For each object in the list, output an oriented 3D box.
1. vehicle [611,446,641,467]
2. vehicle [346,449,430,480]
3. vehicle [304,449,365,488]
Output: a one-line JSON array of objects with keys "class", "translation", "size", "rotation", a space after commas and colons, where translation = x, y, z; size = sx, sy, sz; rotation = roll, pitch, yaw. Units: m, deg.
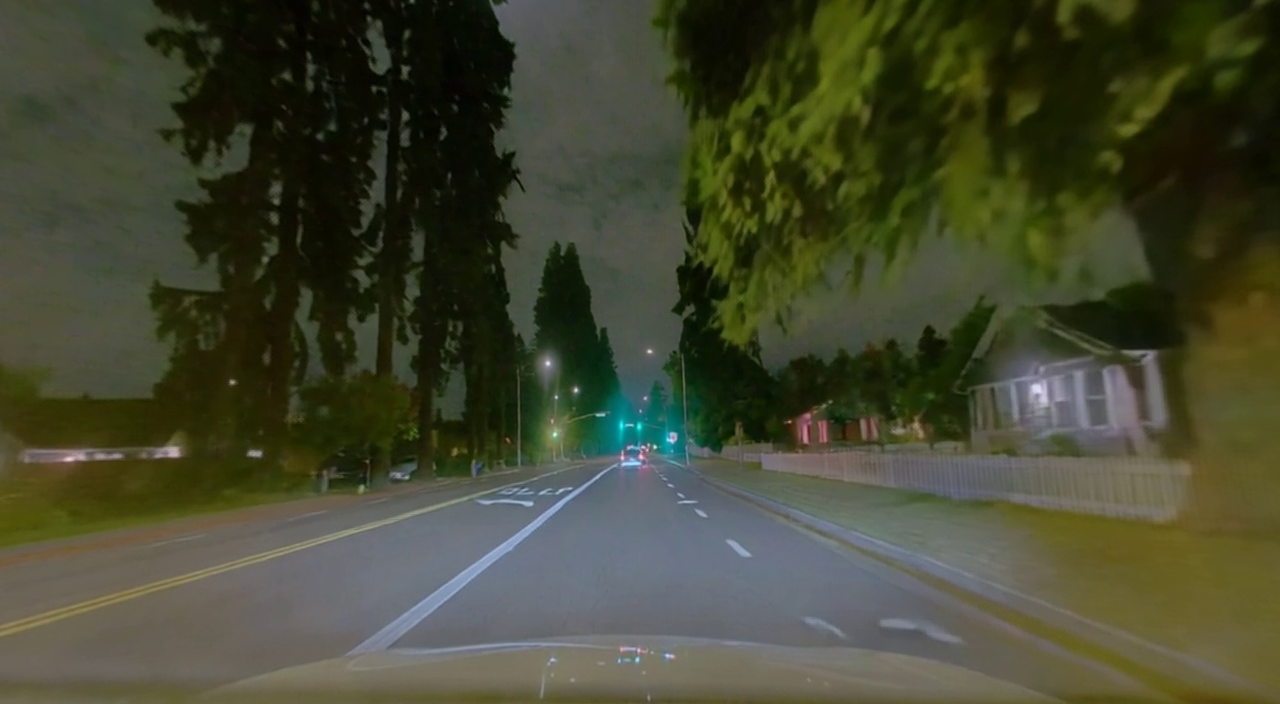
[{"class": "vehicle", "translation": [-1.010, 7.638, 46.327], "size": [2.104, 1.500, 3.815], "rotation": [1, -9, -2]}, {"class": "vehicle", "translation": [-16.261, 7.266, 40.931], "size": [2.043, 1.803, 4.631], "rotation": [-11, -13, 37]}, {"class": "vehicle", "translation": [-16.824, 6.355, 35.115], "size": [2.378, 1.922, 5.801], "rotation": [3, -9, -20]}]
